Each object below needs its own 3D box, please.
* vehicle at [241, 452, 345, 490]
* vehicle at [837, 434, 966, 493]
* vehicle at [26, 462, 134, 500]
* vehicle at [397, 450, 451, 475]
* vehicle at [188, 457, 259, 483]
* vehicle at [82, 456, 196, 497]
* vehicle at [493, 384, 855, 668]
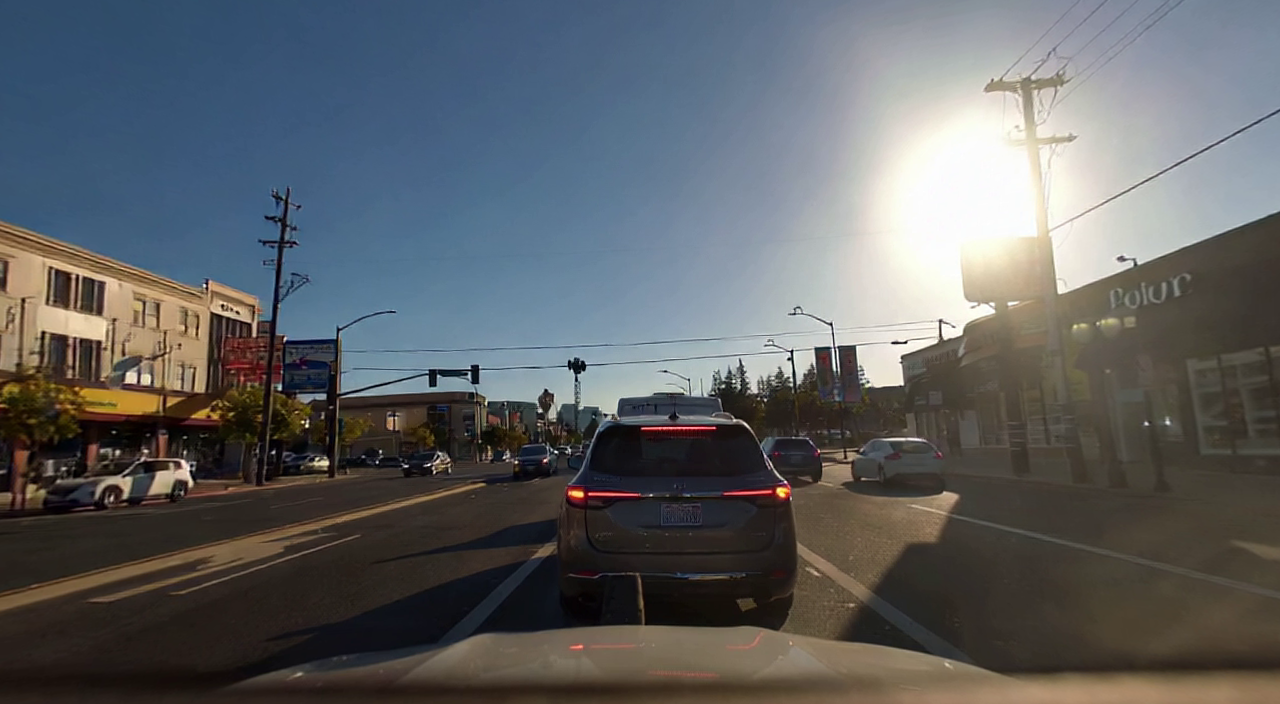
[{"bbox_3d":[-17.093,5.857,31.377,1.981,1.659,4.608,-2,-8,10],"label":"vehicle"},{"bbox_3d":[7.286,3.129,18.104,1.914,1.470,4.213,0,-8,0],"label":"vehicle"},{"bbox_3d":[-28.640,6.603,32.440,2.018,1.716,4.042,-1,-10,-5],"label":"vehicle"},{"bbox_3d":[-13.605,6.979,39.963,1.991,1.486,3.844,0,-8,1],"label":"vehicle"},{"bbox_3d":[-27.883,7.874,42.379,1.861,1.578,4.152,0,-8,1],"label":"vehicle"},{"bbox_3d":[-25.845,6.401,32.783,2.026,1.808,4.835,0,-8,-2],"label":"vehicle"},{"bbox_3d":[0.203,1.309,5.739,2.125,1.669,3.880,0,-8,0],"label":"vehicle"}]
